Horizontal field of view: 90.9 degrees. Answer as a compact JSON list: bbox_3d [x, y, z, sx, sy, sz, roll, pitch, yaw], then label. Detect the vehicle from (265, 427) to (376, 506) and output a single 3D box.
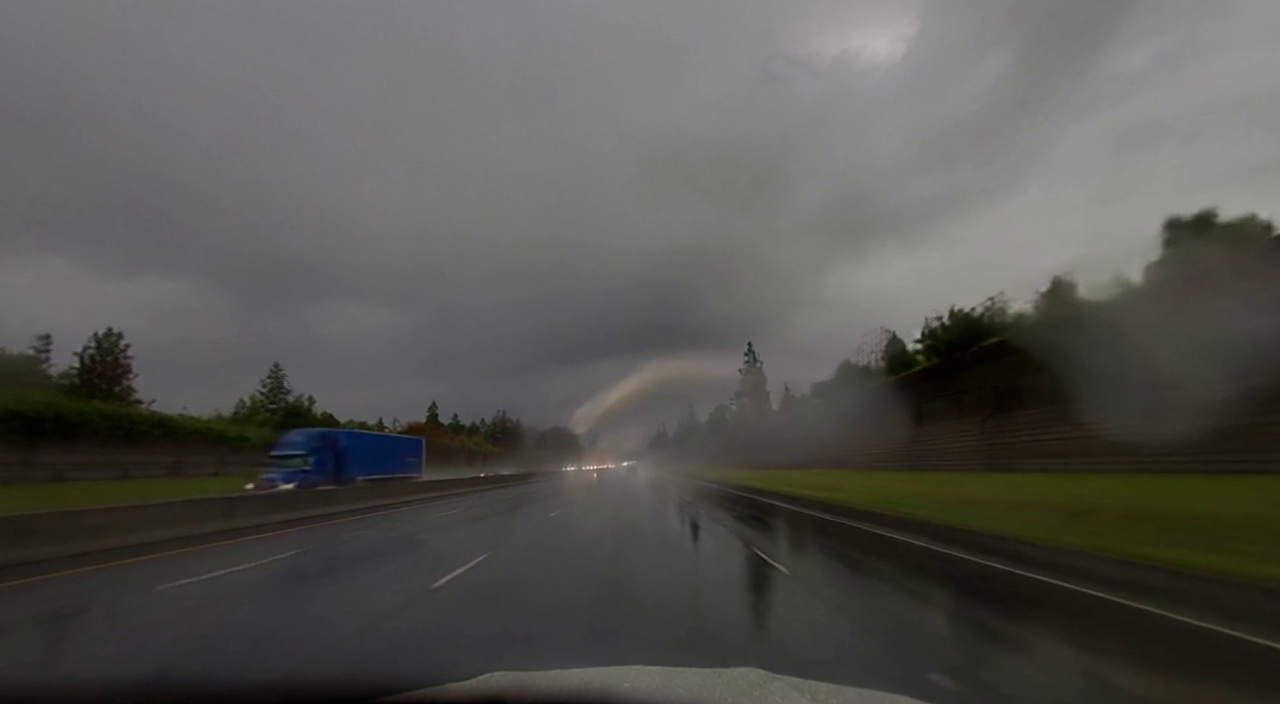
[{"bbox_3d":[-17.729,6.445,35.546,2.973,3.985,5.829,1,-10,0],"label":"vehicle"}]
